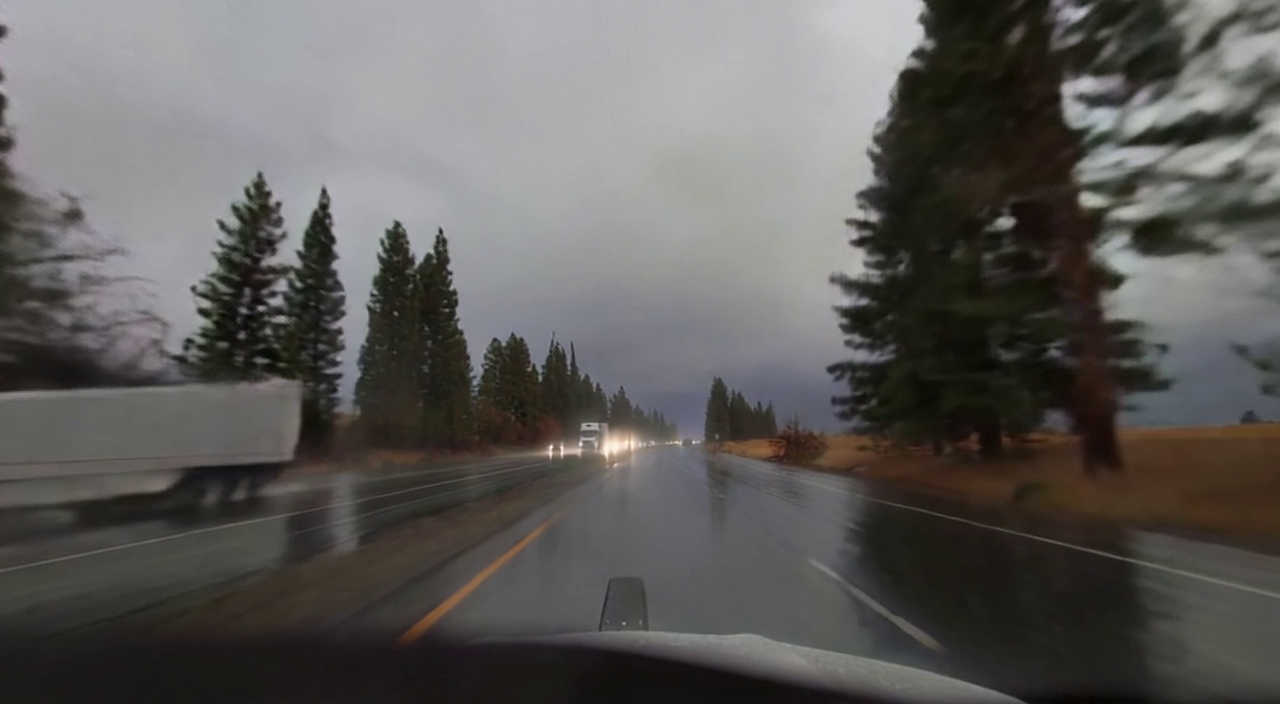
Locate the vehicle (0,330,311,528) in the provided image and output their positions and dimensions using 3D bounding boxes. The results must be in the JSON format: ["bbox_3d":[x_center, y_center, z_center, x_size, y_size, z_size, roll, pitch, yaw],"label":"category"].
[{"bbox_3d":[-13.431,1.829,14.368,2.905,3.684,16.268,0,-8,1],"label":"vehicle"}]
